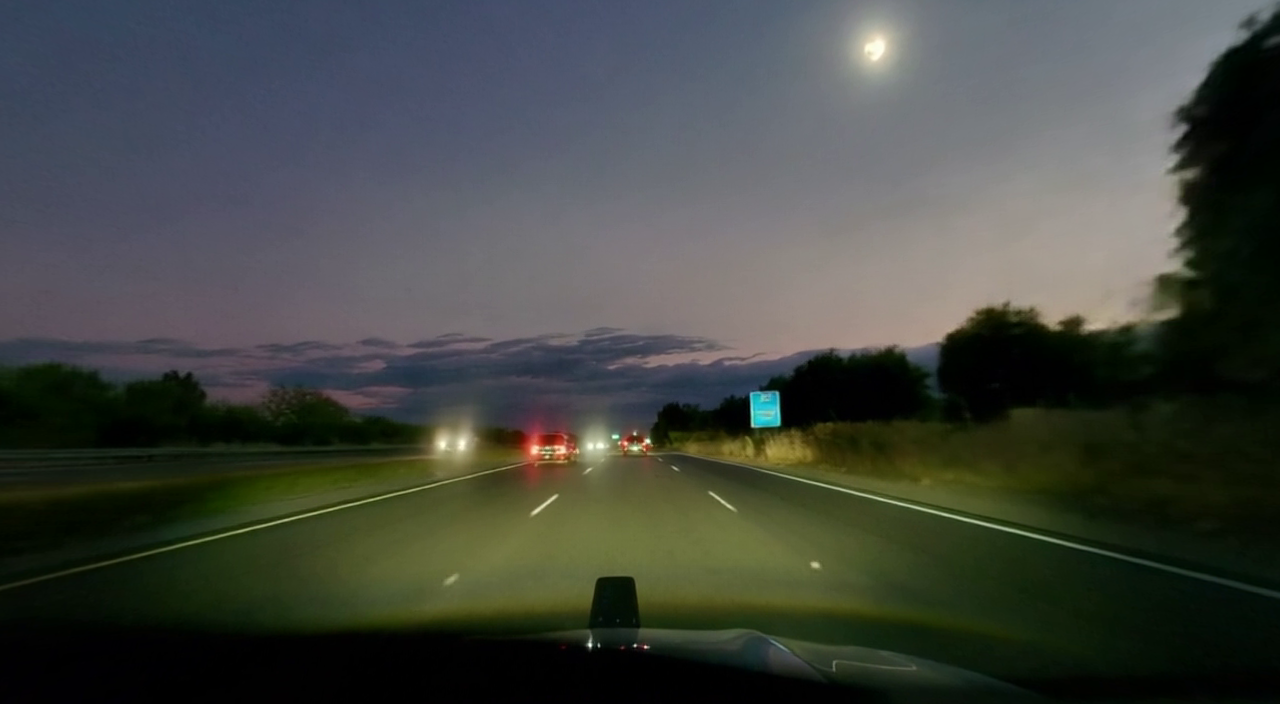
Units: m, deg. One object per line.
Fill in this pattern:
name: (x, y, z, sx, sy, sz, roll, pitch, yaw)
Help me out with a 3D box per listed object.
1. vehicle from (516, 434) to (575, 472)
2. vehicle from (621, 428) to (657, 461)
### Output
vehicle: (-4.153, 4.496, 28.326, 2.062, 1.567, 4.117, 0, -8, 0)
vehicle: (-0.116, 5.923, 40.448, 2.223, 1.957, 4.416, 0, -8, -1)
